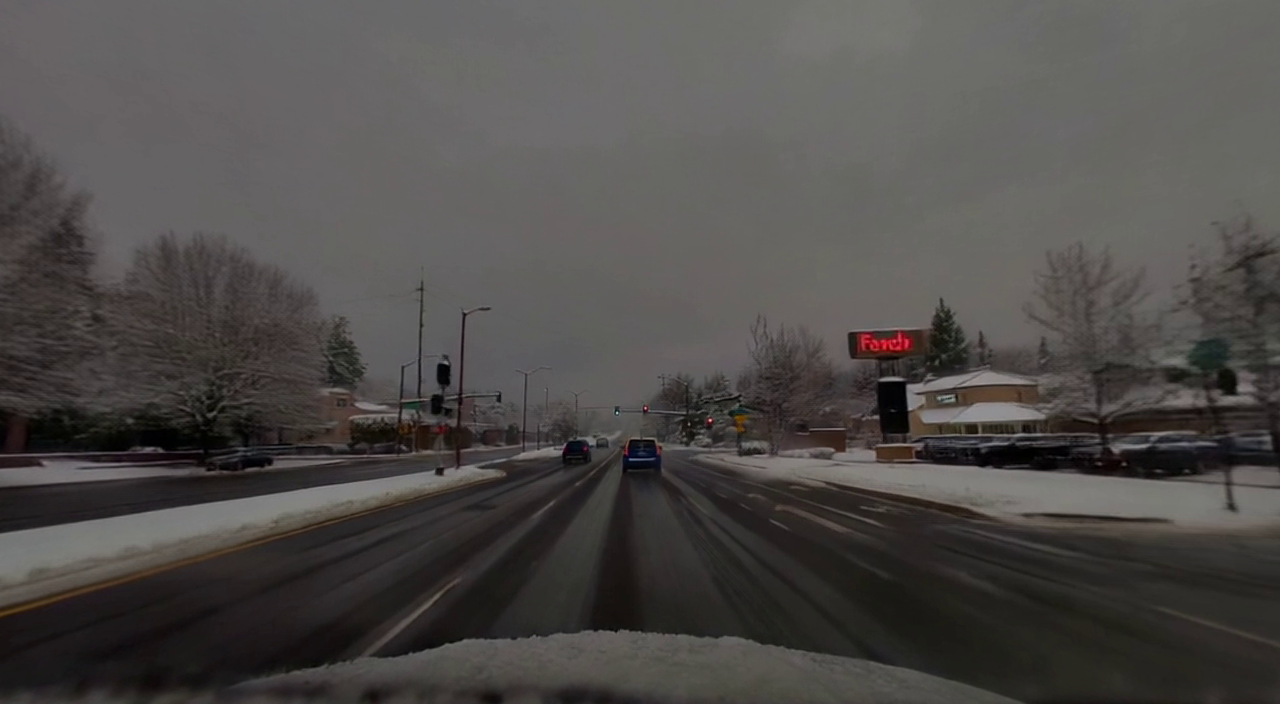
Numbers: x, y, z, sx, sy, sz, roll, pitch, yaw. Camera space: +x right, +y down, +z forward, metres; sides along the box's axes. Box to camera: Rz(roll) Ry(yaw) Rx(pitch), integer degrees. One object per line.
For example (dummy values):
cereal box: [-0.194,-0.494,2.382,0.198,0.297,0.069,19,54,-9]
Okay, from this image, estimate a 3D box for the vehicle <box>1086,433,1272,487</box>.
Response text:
vehicle: [18.332,3.671,21.666,4.417,1.717,2.073,0,-9,-1]

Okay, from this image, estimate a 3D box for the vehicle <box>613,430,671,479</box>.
vehicle: [0.025,4.410,27.456,2.273,1.909,5.075,0,-9,-1]

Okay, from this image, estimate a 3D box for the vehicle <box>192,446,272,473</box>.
vehicle: [-26.353,6.974,41.047,2.031,1.622,4.722,0,-9,0]

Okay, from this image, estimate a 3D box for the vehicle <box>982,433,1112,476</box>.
vehicle: [18.478,4.654,28.815,4.475,1.838,2.058,0,-9,-3]

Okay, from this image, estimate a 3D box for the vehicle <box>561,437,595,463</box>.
vehicle: [-4.645,7.409,47.858,2.202,1.856,4.516,0,-9,-1]
